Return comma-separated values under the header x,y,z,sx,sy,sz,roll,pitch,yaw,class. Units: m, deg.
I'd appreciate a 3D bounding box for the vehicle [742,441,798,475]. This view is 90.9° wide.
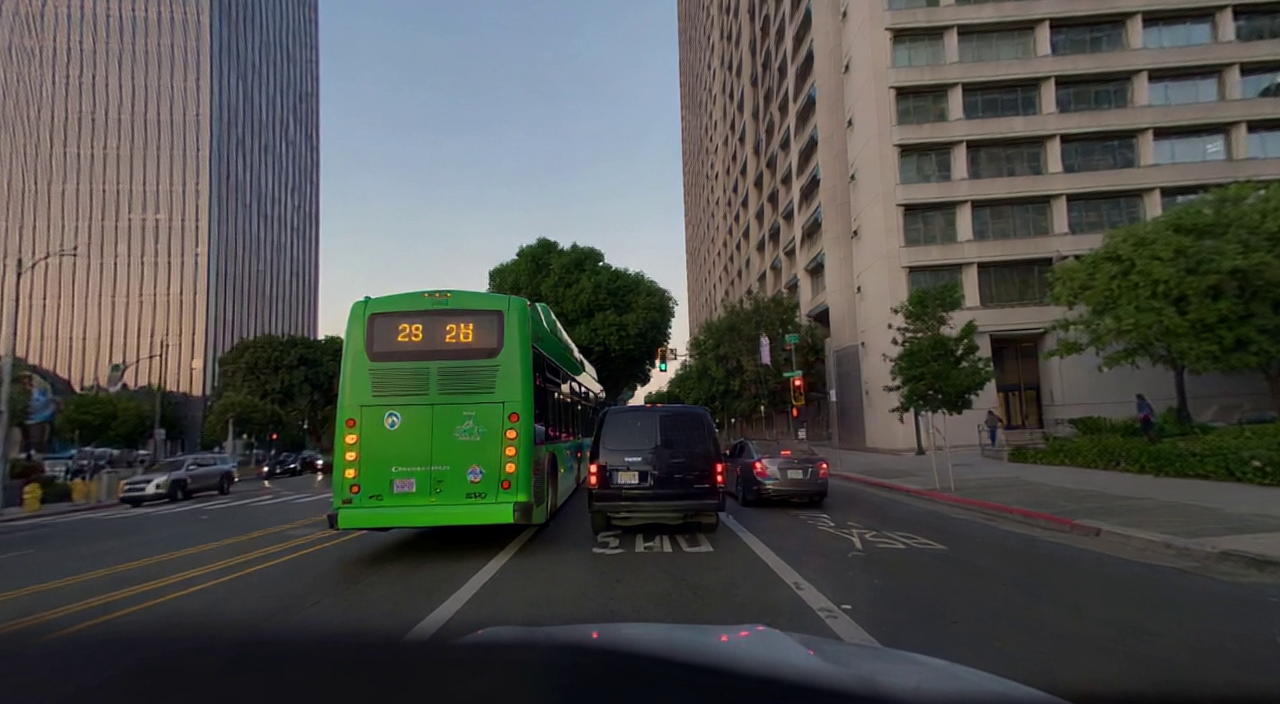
x,y,z,sx,sy,sz,roll,pitch,yaw,class
6.197,5.088,30.448,1.919,1.529,4.059,0,-9,1,vehicle

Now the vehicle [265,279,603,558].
x,y,z,sx,sy,sz,roll,pitch,yaw,class
-2.907,1.798,14.586,3.042,3.445,13.615,0,-9,1,vehicle

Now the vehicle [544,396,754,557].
x,y,z,sx,sy,sz,roll,pitch,yaw,class
0.130,1.815,9.767,2.500,1.912,4.270,0,-9,1,vehicle

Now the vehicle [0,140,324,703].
x,y,z,sx,sy,sz,roll,pitch,yaw,class
-2.758,0.329,0.217,2.329,2.089,5.659,0,-9,0,vehicle
